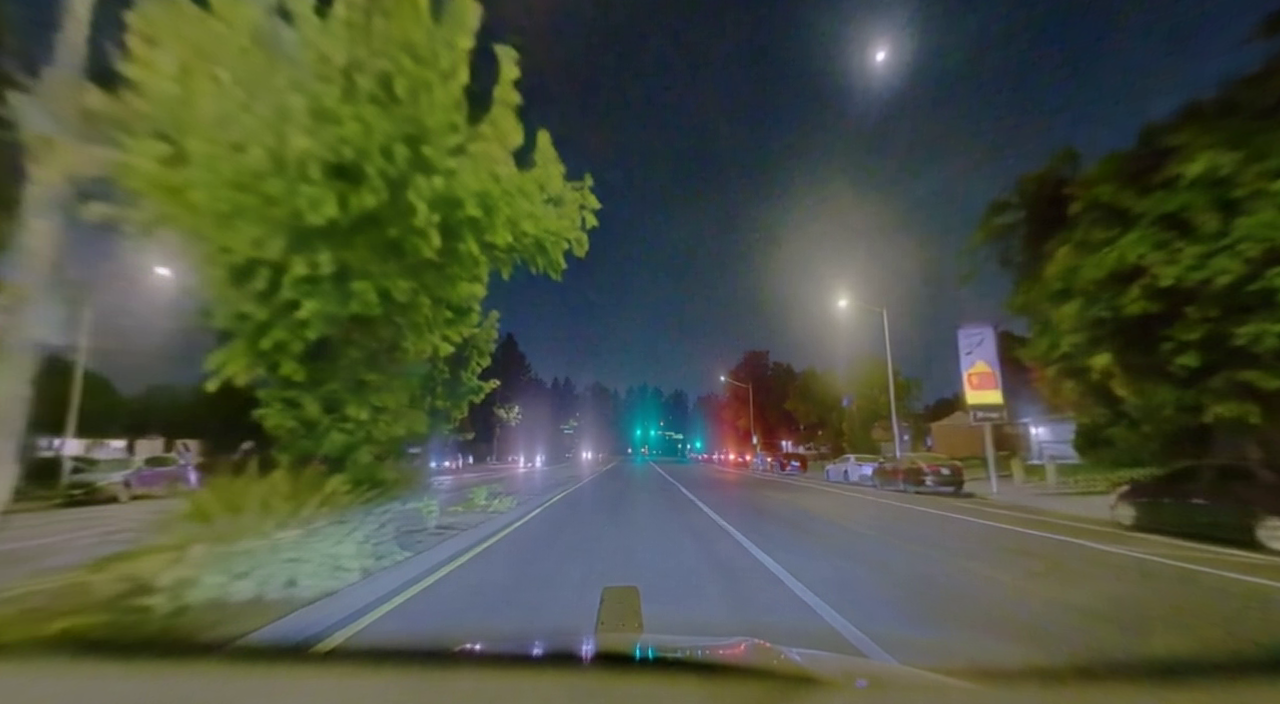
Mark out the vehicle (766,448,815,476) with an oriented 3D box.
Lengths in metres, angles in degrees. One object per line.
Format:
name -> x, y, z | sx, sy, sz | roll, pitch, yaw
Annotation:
vehicle -> 9.604, 7.029, 40.733 | 1.885, 1.685, 4.430 | 0, -9, -2

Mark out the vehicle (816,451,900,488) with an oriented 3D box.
vehicle -> 9.461, 5.129, 27.897 | 1.918, 1.454, 4.683 | 0, -9, -1

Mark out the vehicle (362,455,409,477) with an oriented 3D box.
vehicle -> -18.497, 8.291, 46.111 | 1.702, 1.452, 4.161 | 0, -9, 0

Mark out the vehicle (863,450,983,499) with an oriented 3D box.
vehicle -> 9.618, 4.166, 21.975 | 1.899, 1.475, 4.572 | 0, -9, -2

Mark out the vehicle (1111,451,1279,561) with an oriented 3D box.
vehicle -> 9.658, 2.197, 9.230 | 1.961, 1.456, 4.493 | 0, -9, -2

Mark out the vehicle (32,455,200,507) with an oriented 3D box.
vehicle -> -18.433, 4.533, 22.623 | 1.885, 1.553, 4.864 | 0, -9, 0

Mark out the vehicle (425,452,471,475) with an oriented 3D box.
vehicle -> -12.725, 7.388, 42.126 | 1.769, 1.418, 4.173 | 0, -9, 1
